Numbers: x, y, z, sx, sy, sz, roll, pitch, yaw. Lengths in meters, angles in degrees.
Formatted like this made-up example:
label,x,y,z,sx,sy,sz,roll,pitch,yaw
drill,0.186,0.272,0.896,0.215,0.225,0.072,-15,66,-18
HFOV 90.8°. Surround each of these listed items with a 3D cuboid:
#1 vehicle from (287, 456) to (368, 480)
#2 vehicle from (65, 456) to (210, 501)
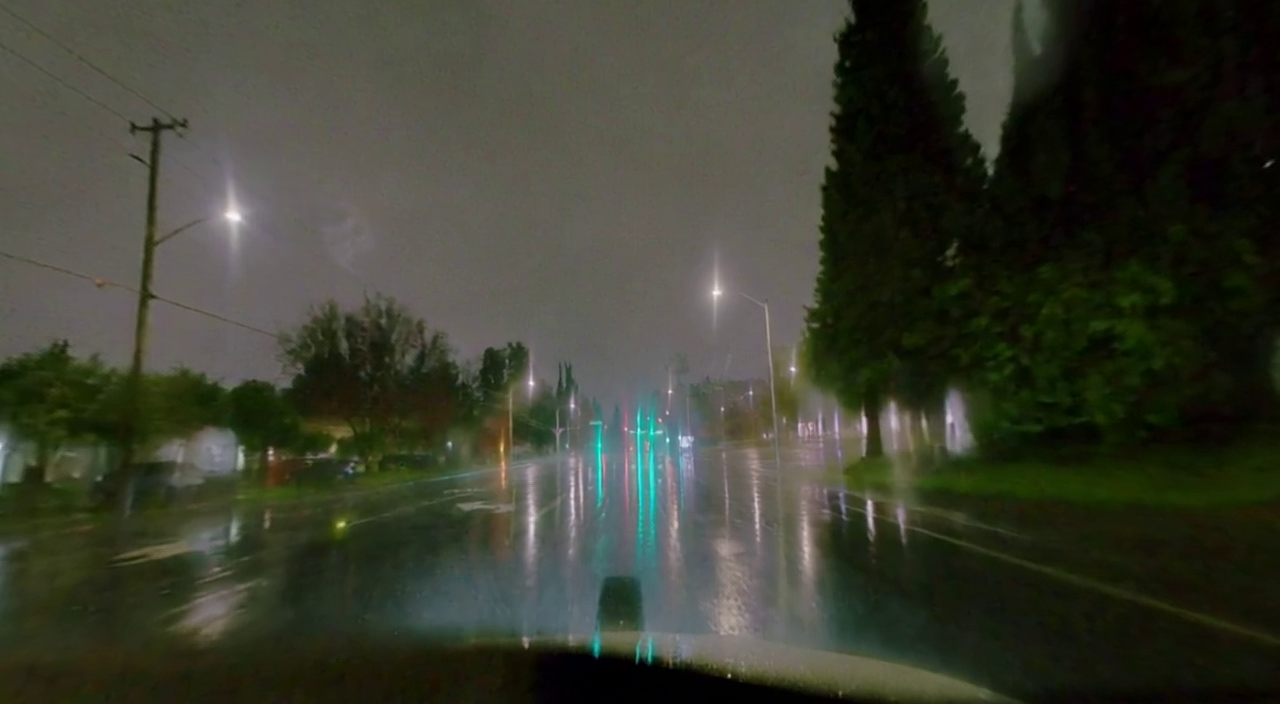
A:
label,x,y,z,sx,sy,sz,roll,pitch,yaw
vehicle,-21.586,8.019,43.783,1.859,1.461,4.646,-9,-12,44
vehicle,-21.454,5.412,27.120,4.530,1.759,1.943,-1,-9,1
